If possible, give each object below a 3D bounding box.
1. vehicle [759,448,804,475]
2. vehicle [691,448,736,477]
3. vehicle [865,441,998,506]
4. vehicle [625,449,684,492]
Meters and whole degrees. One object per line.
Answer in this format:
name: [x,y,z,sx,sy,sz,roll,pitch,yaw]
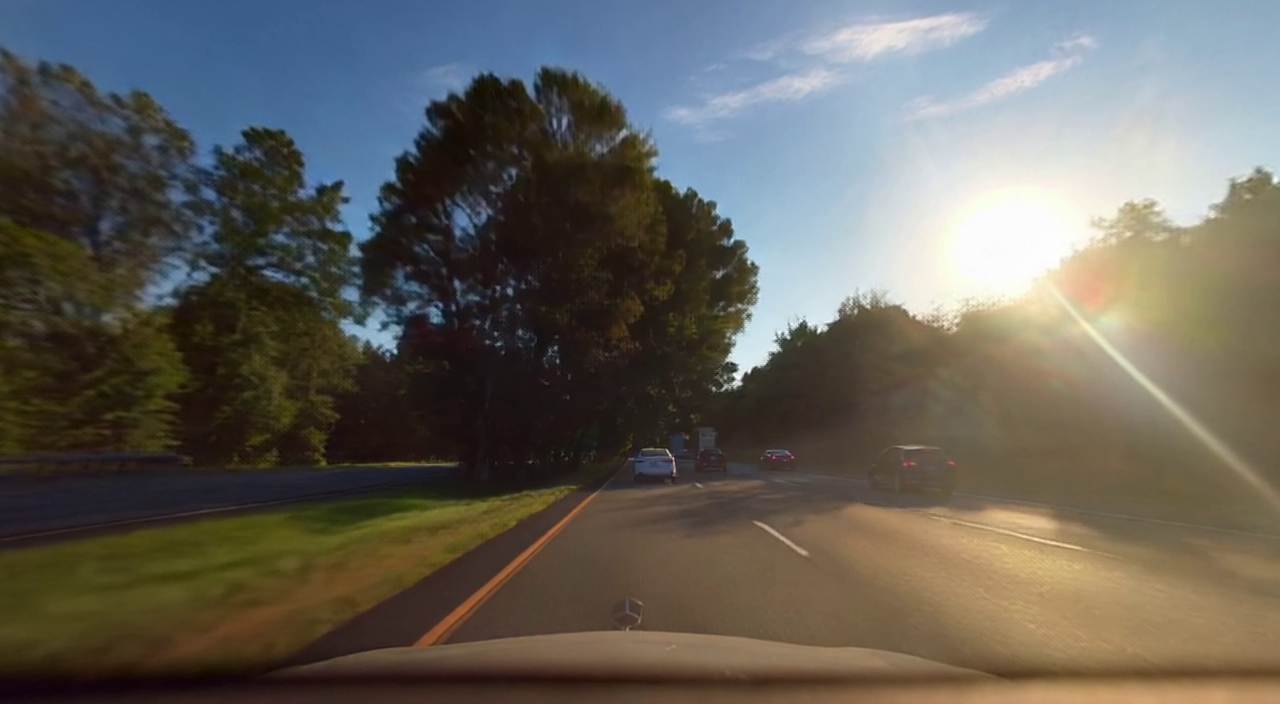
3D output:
vehicle: [8.936,6.903,40.023,1.957,1.594,3.632,0,-9,-1]
vehicle: [4.162,6.325,36.250,1.981,1.518,4.029,0,-9,-1]
vehicle: [7.891,3.303,17.509,1.847,1.554,3.752,0,-9,-1]
vehicle: [0.511,4.372,23.587,2.020,1.426,3.702,0,-9,0]
